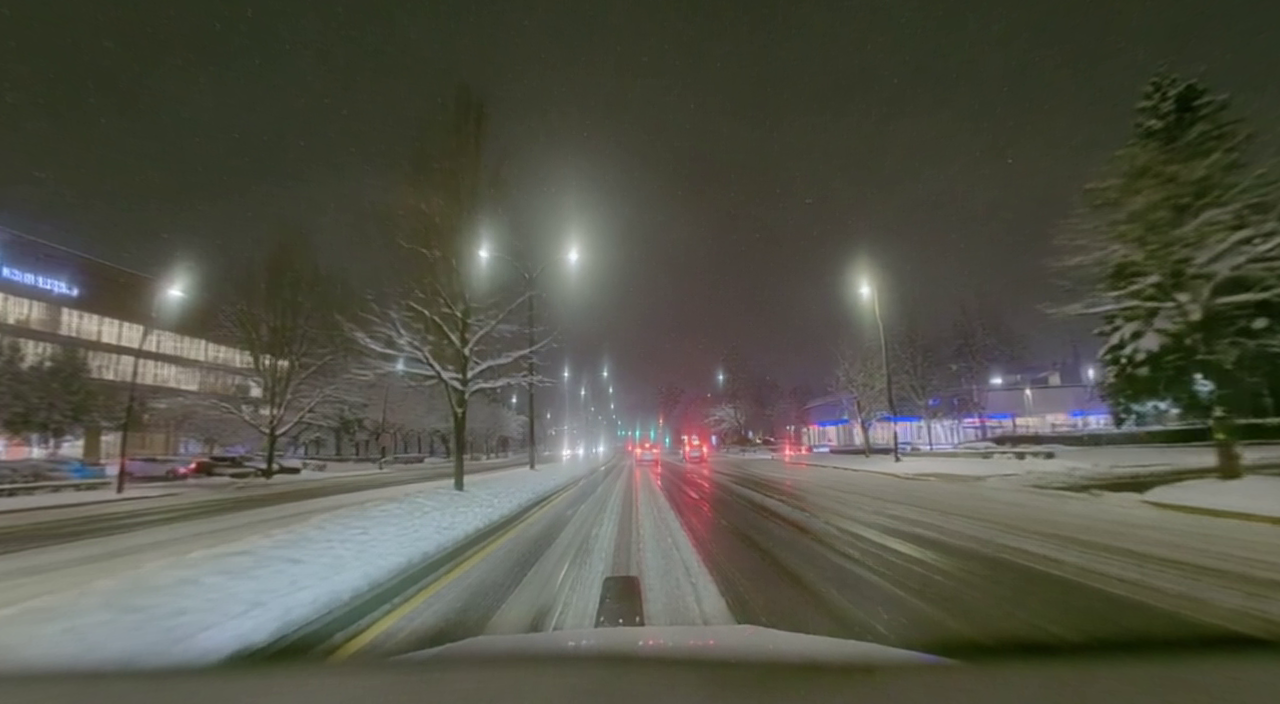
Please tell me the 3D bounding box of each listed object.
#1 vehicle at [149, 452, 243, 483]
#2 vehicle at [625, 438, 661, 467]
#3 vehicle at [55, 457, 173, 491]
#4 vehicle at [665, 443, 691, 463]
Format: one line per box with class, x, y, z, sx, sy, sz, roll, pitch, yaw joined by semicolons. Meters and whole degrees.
vehicle;-25.769;6.687;36.913;2.051;1.644;4.674;0;-8;1
vehicle;0.173;6.282;39.506;2.100;1.683;4.231;0;-8;0
vehicle;-26.315;6.083;31.845;1.815;1.470;4.581;-1;-8;4
vehicle;2.904;7.799;48.902;1.685;1.441;3.795;0;-8;-1
